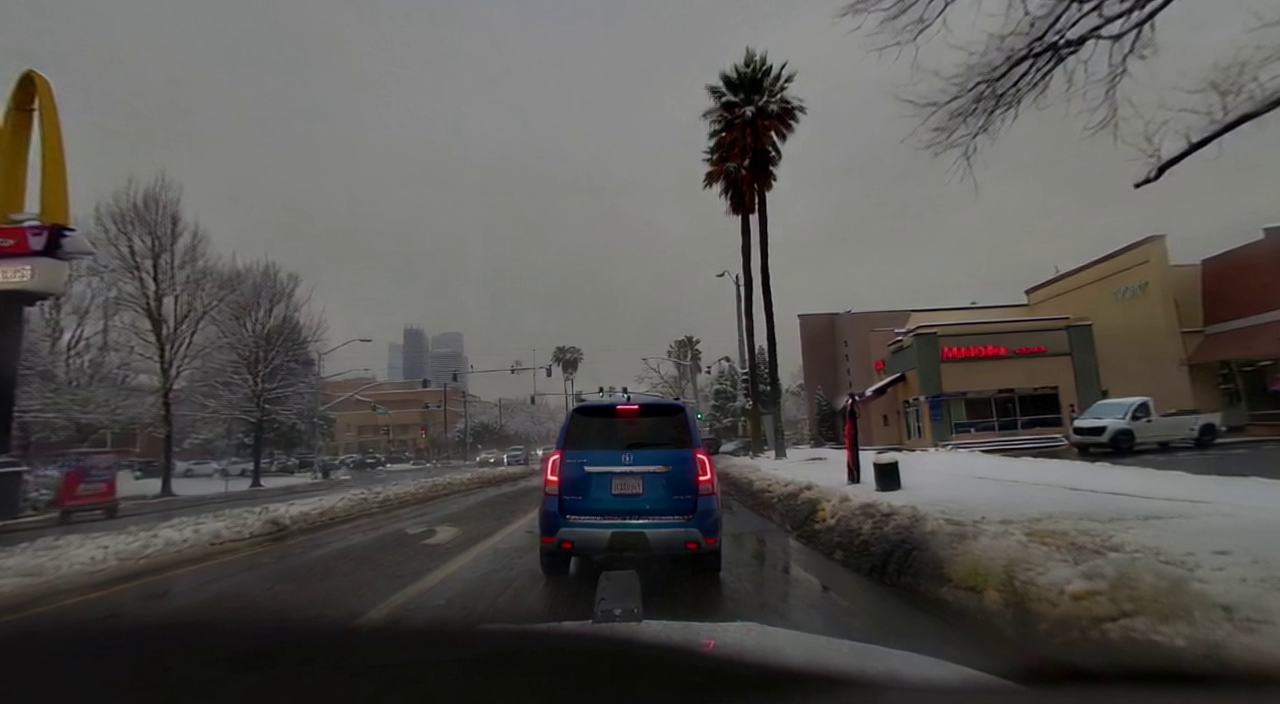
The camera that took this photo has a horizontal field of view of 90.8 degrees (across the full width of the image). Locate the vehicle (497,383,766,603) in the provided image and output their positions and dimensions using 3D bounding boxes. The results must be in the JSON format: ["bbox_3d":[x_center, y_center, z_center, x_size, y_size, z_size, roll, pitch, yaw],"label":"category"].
[{"bbox_3d":[-0.116,1.464,7.278,2.234,1.818,3.869,0,-9,-2],"label":"vehicle"}]

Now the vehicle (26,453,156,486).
[{"bbox_3d":[-27.878,5.959,32.304,4.593,1.528,1.979,5,-10,-29],"label":"vehicle"}]

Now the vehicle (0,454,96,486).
[{"bbox_3d":[-28.431,5.359,28.697,5.154,1.343,1.943,4,-9,-25],"label":"vehicle"}]

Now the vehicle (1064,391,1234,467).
[{"bbox_3d":[16.120,2.492,19.892,6.060,2.047,2.490,6,-11,-36],"label":"vehicle"}]
